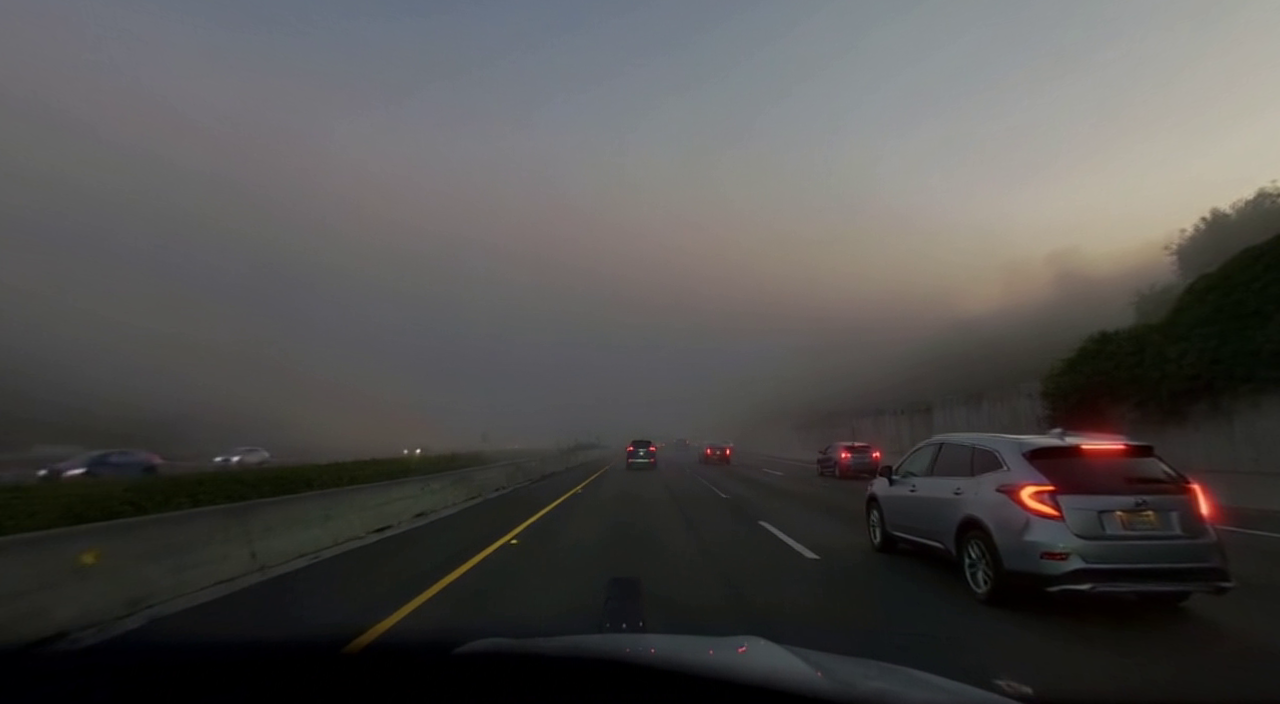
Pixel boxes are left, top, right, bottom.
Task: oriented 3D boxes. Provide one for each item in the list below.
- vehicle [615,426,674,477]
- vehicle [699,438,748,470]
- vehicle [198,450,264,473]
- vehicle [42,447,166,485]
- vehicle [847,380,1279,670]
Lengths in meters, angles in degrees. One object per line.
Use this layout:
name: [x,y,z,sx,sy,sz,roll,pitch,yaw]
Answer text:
vehicle: [0.167,4.007,25.518,2.189,1.852,4.038,0,-8,0]
vehicle: [4.146,5.121,31.896,1.825,1.487,4.034,0,-8,-1]
vehicle: [-31.134,8.329,48.190,2.027,1.619,4.468,0,-8,0]
vehicle: [-27.031,5.739,32.085,2.133,1.710,4.731,0,-8,0]
vehicle: [3.700,1.314,5.928,2.003,1.661,4.418,0,-8,0]
